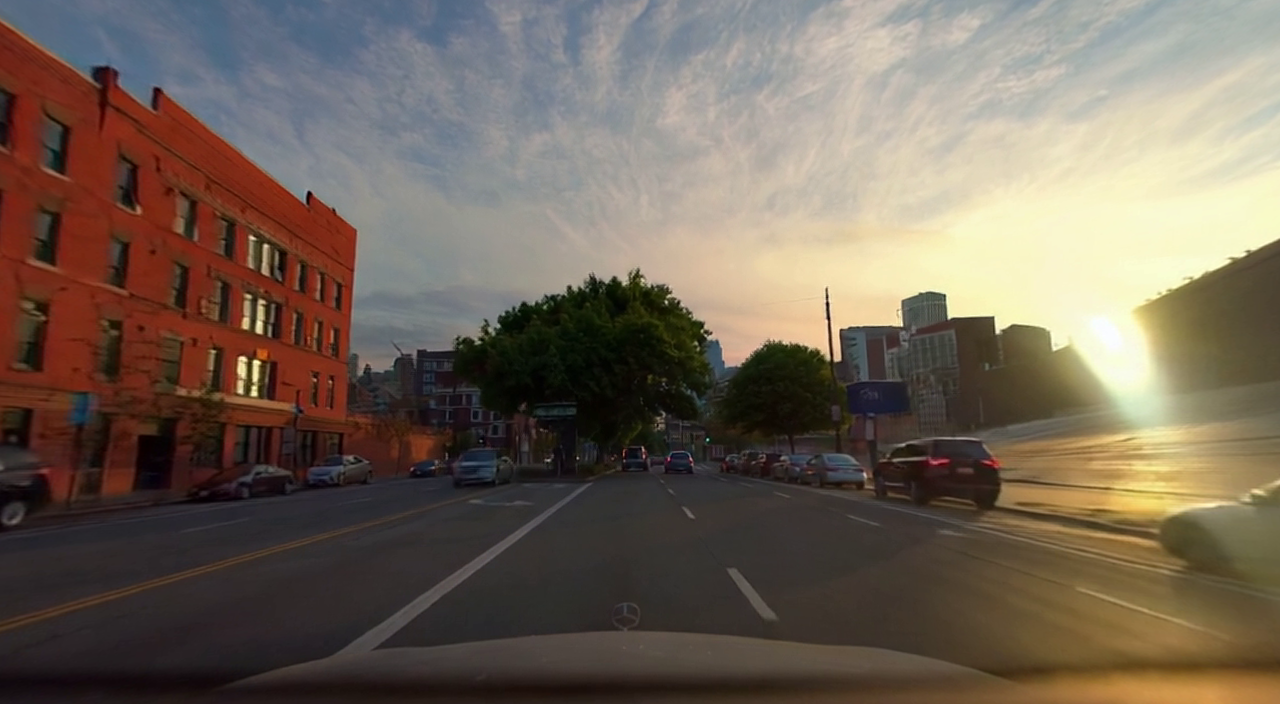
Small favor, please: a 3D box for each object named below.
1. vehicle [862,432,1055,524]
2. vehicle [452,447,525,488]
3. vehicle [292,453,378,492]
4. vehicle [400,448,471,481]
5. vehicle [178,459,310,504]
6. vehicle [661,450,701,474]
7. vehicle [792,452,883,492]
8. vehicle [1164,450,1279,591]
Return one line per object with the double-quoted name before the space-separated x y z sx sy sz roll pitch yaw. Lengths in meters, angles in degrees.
"vehicle" 7.907 3.180 16.466 2.305 1.984 5.002 -1 -9 -1
"vehicle" -6.461 4.962 27.446 2.048 1.615 4.453 0 -9 0
"vehicle" -15.127 5.965 31.662 2.063 1.735 4.317 0 -9 1
"vehicle" -14.725 8.113 45.981 2.822 2.230 6.145 0 -9 3
"vehicle" -14.997 4.903 24.313 1.953 1.456 4.690 0 -9 2
"vehicle" 2.692 7.438 42.831 2.238 1.499 4.964 0 -9 -1
"vehicle" 7.865 4.815 25.706 2.030 1.444 4.832 0 -9 -2
"vehicle" 7.889 1.655 5.883 2.018 1.489 4.620 -1 -9 0
